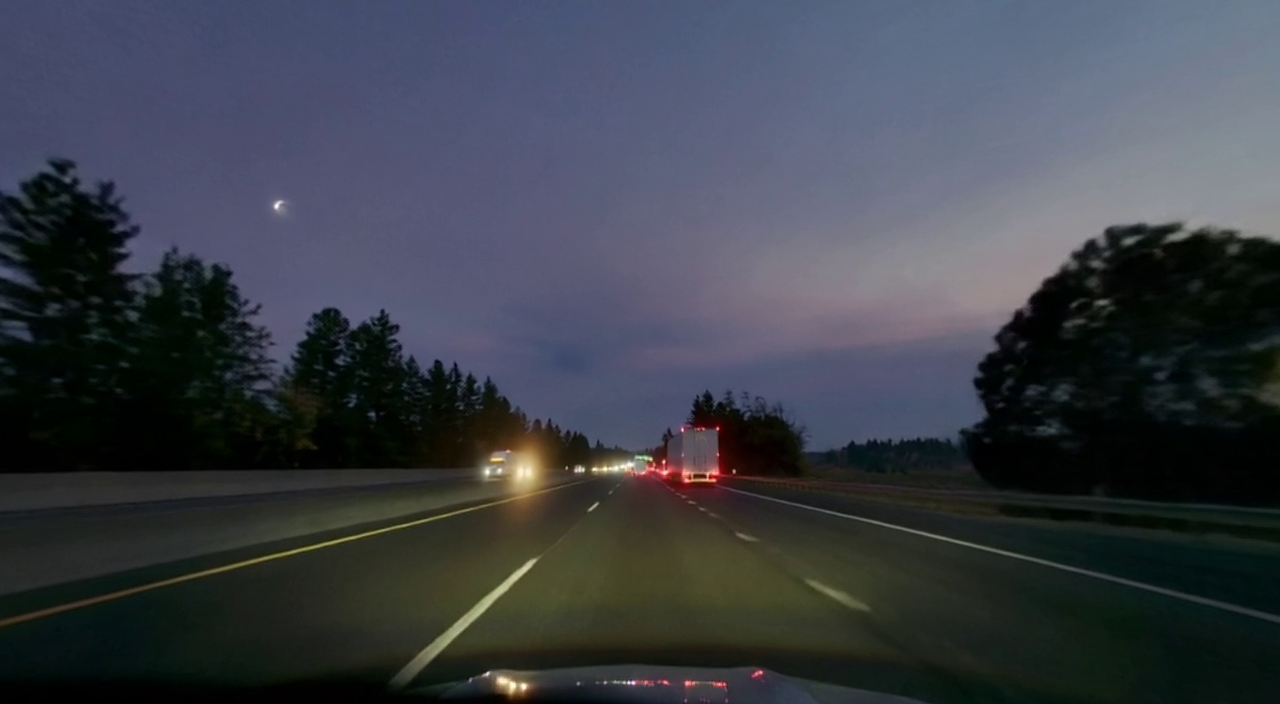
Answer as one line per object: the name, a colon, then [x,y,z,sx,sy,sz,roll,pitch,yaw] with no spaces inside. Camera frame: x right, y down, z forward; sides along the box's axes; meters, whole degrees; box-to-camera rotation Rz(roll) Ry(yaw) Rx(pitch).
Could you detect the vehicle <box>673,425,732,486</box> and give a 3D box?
vehicle: [4.527,8.147,48.906,3.139,3.999,13.840,1,-10,0]
